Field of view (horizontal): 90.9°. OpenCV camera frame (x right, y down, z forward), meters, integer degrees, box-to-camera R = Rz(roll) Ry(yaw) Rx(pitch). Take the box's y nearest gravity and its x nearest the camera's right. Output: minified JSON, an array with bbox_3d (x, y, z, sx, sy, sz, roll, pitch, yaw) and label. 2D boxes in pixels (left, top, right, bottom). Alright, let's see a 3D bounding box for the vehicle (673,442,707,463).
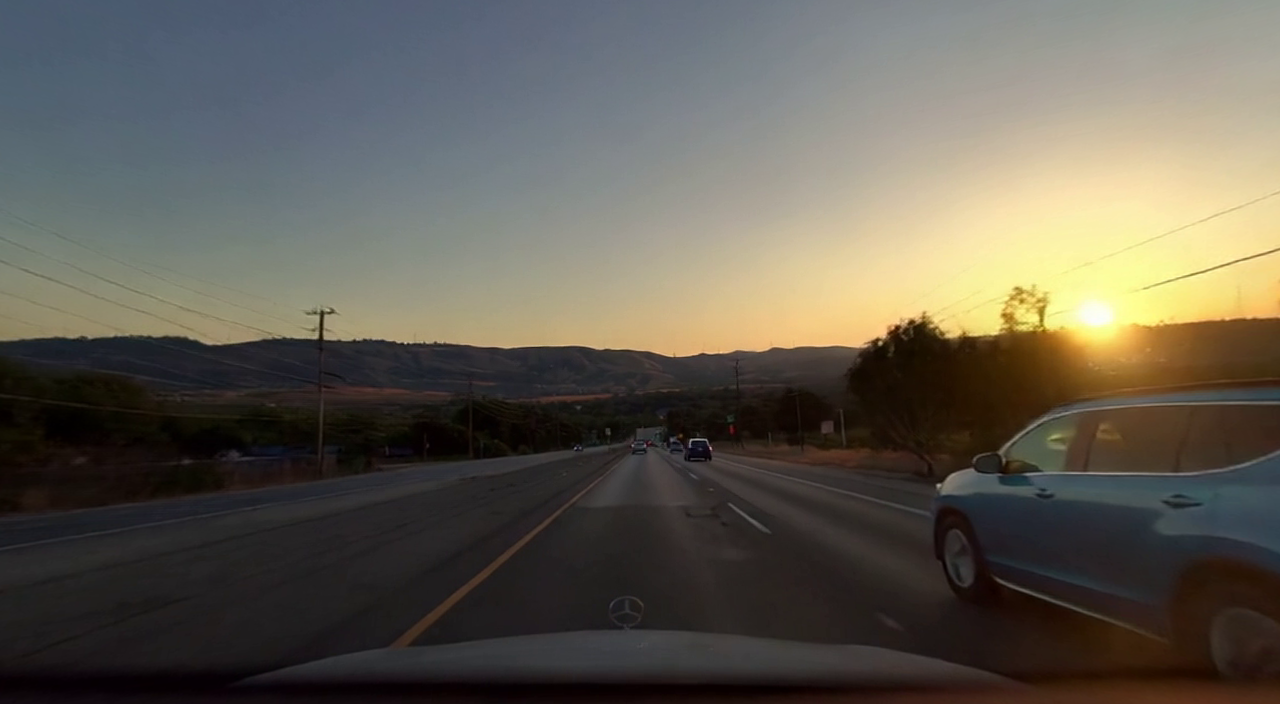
[{"bbox_3d":[3.712,7.561,47.644,2.148,1.538,4.430,0,-8,0],"label":"vehicle"}]
